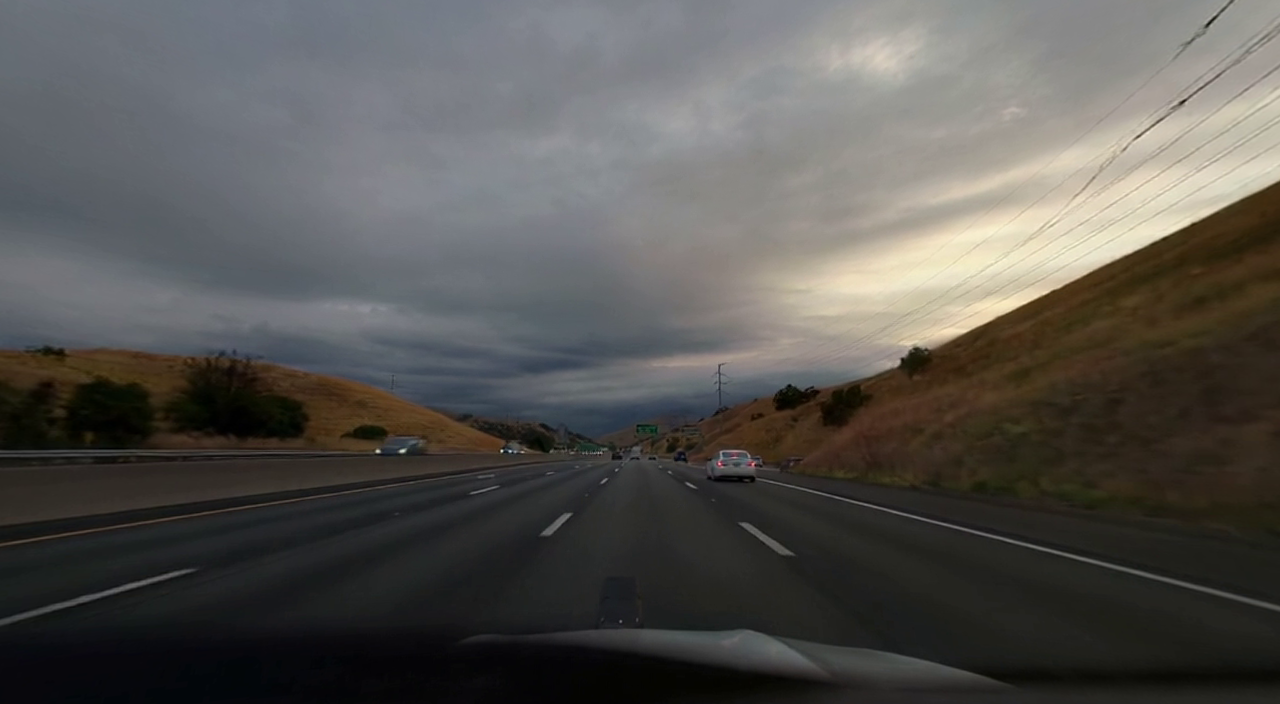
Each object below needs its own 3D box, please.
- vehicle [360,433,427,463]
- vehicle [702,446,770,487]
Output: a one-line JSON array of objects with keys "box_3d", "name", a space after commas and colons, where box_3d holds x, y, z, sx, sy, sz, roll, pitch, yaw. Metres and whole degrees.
[{"box_3d": [-14.433, 5.662, 37.187, 1.886, 1.632, 4.799, 0, -9, 1], "name": "vehicle"}, {"box_3d": [3.864, 4.677, 26.114, 2.086, 1.542, 4.355, 0, -8, 0], "name": "vehicle"}]
